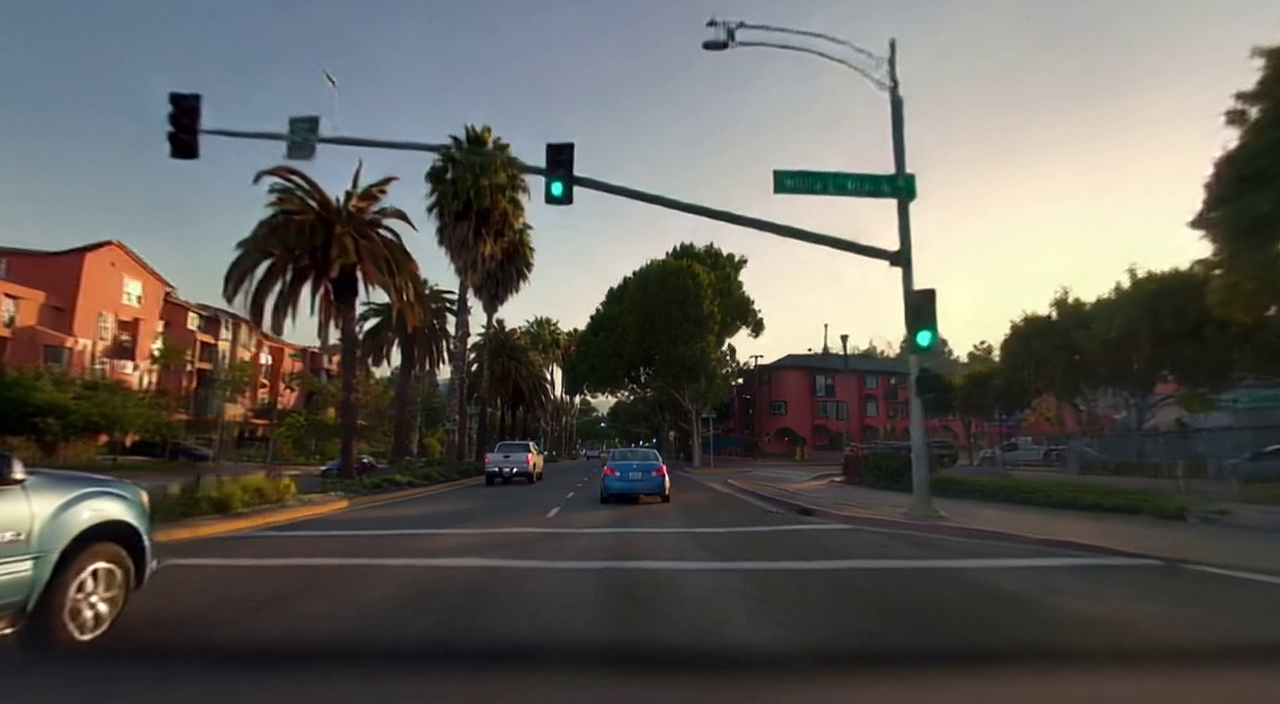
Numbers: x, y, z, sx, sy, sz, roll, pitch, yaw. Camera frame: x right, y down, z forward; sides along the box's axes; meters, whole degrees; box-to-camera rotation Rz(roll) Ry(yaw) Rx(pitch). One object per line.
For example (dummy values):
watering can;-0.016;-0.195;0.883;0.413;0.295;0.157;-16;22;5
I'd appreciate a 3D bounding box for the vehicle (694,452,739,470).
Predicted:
vehicle;5.597;7.913;45.665;2.949;1.209;3.070;-2;-9;13

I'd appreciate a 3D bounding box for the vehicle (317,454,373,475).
vehicle;-22.939;8.745;49.038;1.982;1.482;4.643;-1;-9;1

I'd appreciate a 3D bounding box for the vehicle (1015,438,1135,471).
vehicle;26.409;6.210;38.280;5.602;1.903;2.128;-1;-9;1

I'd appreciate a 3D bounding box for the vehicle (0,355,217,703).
vehicle;-4.540;0.783;2.060;2.187;1.904;6.103;0;-9;-2

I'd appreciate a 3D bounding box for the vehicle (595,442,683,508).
vehicle;-0.100;3.274;17.228;2.122;1.562;4.152;0;-9;-2

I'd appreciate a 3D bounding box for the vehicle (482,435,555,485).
vehicle;-5.489;4.983;29.297;2.447;2.062;5.911;0;-9;-2
